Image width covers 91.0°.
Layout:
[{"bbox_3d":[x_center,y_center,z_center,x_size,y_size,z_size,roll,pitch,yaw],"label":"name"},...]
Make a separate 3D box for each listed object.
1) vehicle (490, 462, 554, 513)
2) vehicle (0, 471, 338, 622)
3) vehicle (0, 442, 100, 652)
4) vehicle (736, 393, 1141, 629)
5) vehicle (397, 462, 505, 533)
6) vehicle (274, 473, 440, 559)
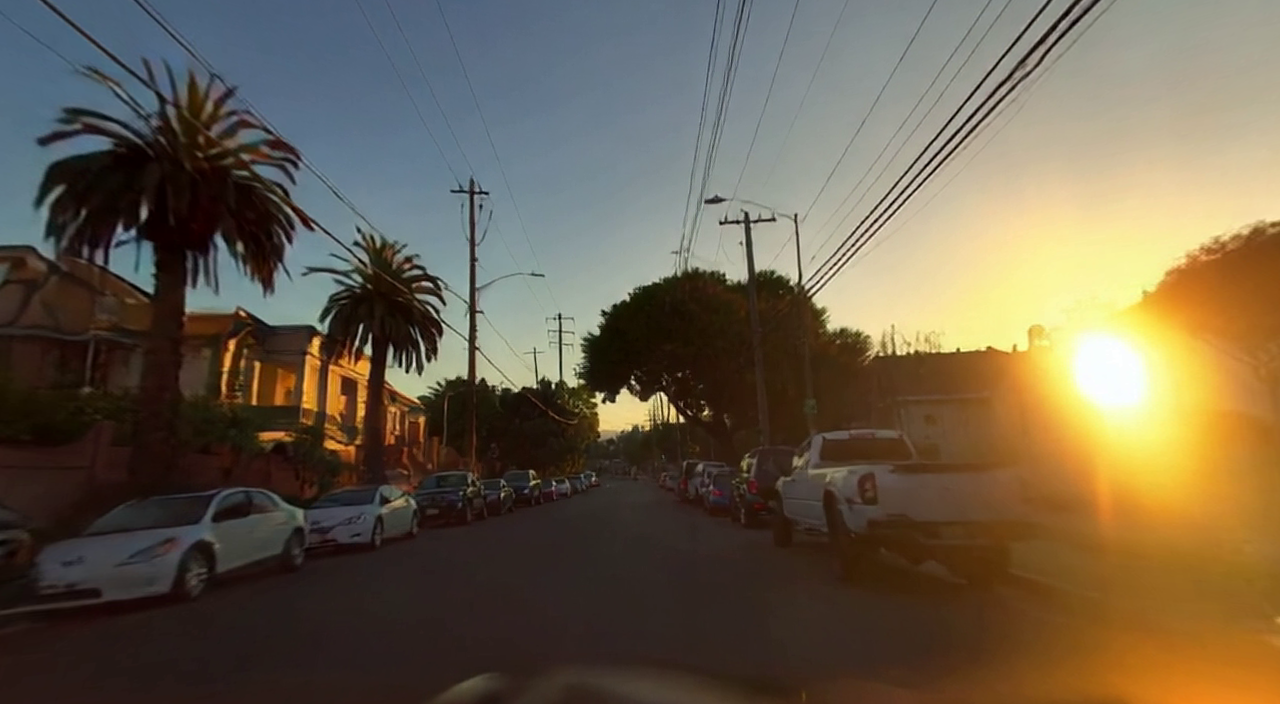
[{"bbox_3d":[-6.210,7.182,33.907,2.281,2.248,5.873,0,-8,0],"label":"vehicle"},{"bbox_3d":[-6.546,2.660,9.519,1.841,1.491,4.525,0,-8,-2],"label":"vehicle"},{"bbox_3d":[-6.467,1.466,3.847,1.933,1.824,5.142,0,-8,-3],"label":"vehicle"},{"bbox_3d":[2.979,1.770,8.411,2.268,1.953,6.124,0,-8,-2],"label":"vehicle"},{"bbox_3d":[-6.214,4.823,21.438,2.349,1.952,4.848,0,-8,-2],"label":"vehicle"},{"bbox_3d":[-6.344,3.707,14.823,1.874,1.449,4.622,0,-8,-2],"label":"vehicle"}]
